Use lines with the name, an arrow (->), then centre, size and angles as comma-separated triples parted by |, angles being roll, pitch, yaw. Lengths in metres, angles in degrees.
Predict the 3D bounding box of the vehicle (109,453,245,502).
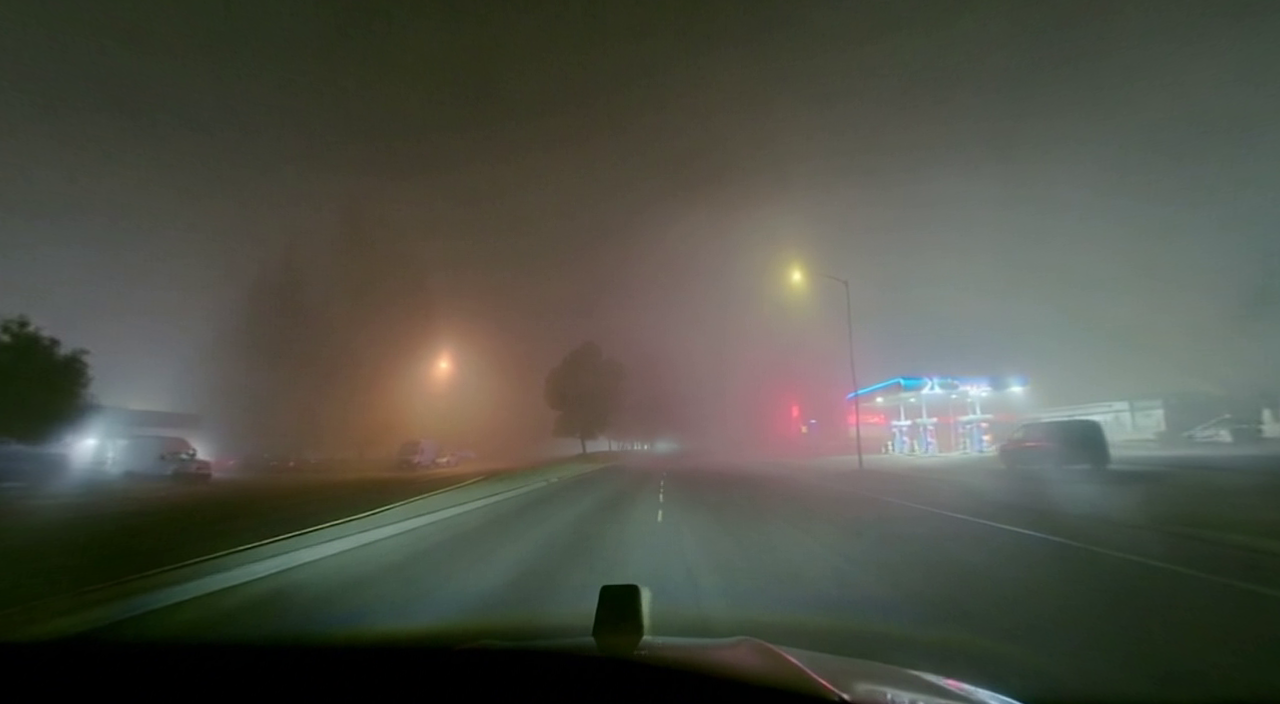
vehicle -> -19.476, 5.251, 26.921 | 1.988, 1.785, 4.802 | -1, -8, 2

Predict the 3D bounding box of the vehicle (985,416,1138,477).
vehicle -> 14.508, 3.301, 22.183 | 2.108, 1.877, 4.807 | -1, -8, 2
